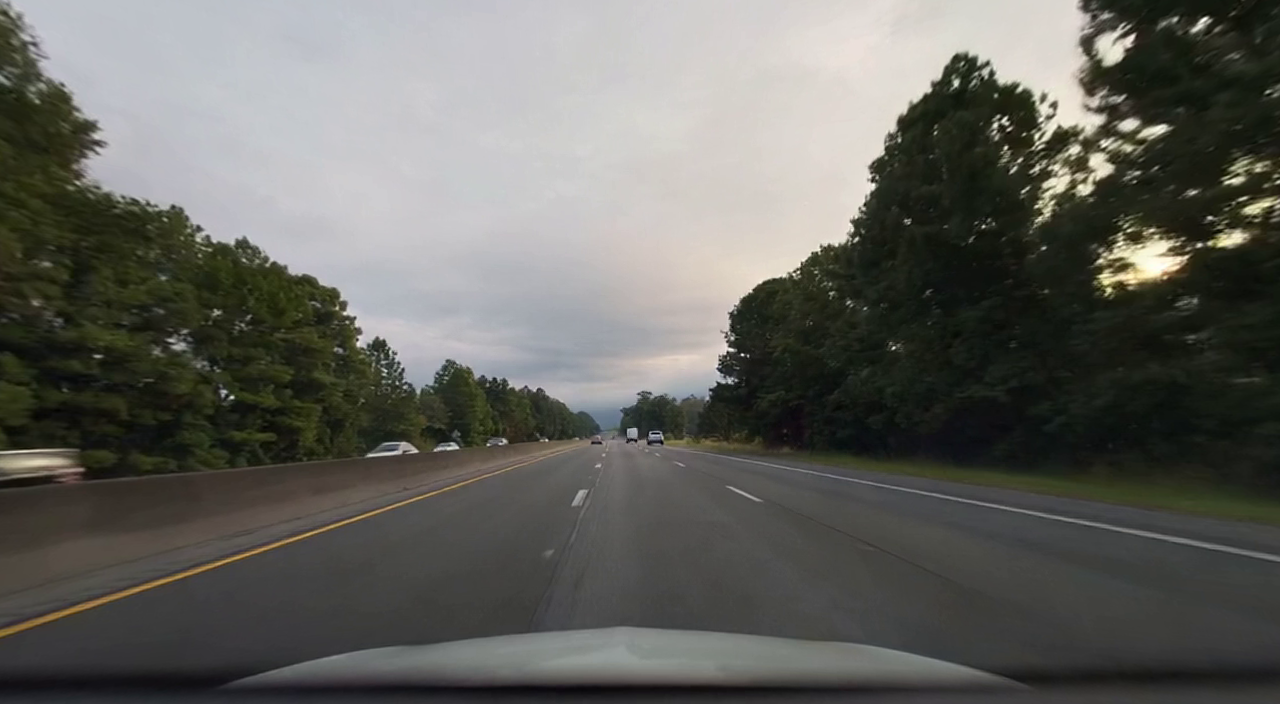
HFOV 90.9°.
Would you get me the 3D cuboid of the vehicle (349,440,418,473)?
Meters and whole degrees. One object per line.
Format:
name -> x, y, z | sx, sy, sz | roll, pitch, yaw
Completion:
vehicle -> -12.630, 5.135, 31.287 | 1.908, 1.459, 3.917 | 0, -8, -3
